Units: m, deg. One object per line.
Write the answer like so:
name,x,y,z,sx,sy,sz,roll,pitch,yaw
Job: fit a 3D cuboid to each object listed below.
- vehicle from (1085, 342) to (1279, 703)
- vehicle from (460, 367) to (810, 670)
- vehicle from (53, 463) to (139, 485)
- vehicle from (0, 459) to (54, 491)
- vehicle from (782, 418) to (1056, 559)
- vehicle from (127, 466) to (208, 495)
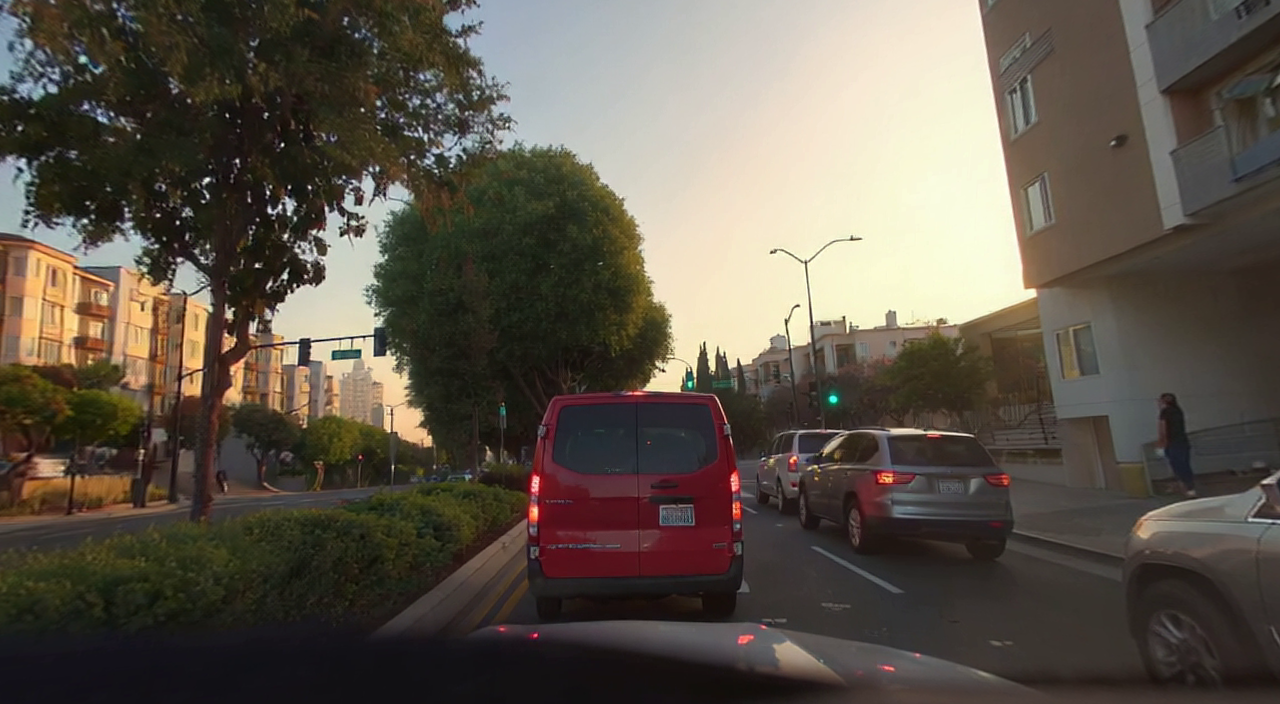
vehicle,3.809,0.692,1.730,2.157,1.748,4.130,0,-9,1
vehicle,-0.032,1.324,6.032,2.101,1.828,4.270,0,-9,0
vehicle,-38.460,8.628,44.621,4.396,1.458,1.809,-1,-9,2
vehicle,-35.470,6.828,35.122,3.843,1.680,1.782,-1,-9,4
vehicle,3.917,2.009,10.044,2.061,1.676,4.734,0,-9,-2
vehicle,-33.281,9.056,44.509,4.292,1.492,1.772,-6,-14,-1
